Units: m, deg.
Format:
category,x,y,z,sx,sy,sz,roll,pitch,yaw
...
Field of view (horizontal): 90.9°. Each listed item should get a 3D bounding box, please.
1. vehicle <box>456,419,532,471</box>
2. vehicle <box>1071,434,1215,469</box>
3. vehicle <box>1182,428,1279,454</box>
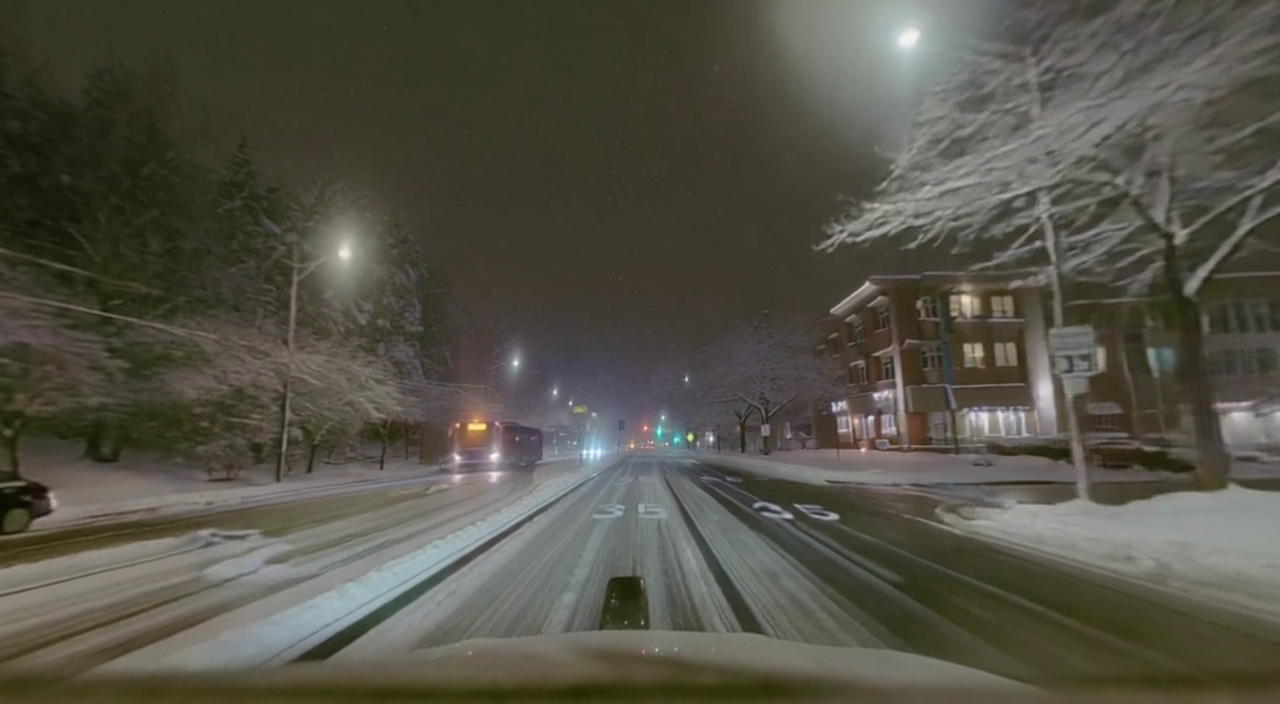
category,x,y,z,sx,sy,sz,roll,pitch,yaw
vehicle,-10.538,6.914,46.717,3.052,3.397,10.003,0,-8,1
vehicle,21.191,4.211,26.705,4.404,1.440,1.900,0,-8,3
vehicle,39.896,5.998,42.445,4.836,1.711,2.192,0,-8,-4
